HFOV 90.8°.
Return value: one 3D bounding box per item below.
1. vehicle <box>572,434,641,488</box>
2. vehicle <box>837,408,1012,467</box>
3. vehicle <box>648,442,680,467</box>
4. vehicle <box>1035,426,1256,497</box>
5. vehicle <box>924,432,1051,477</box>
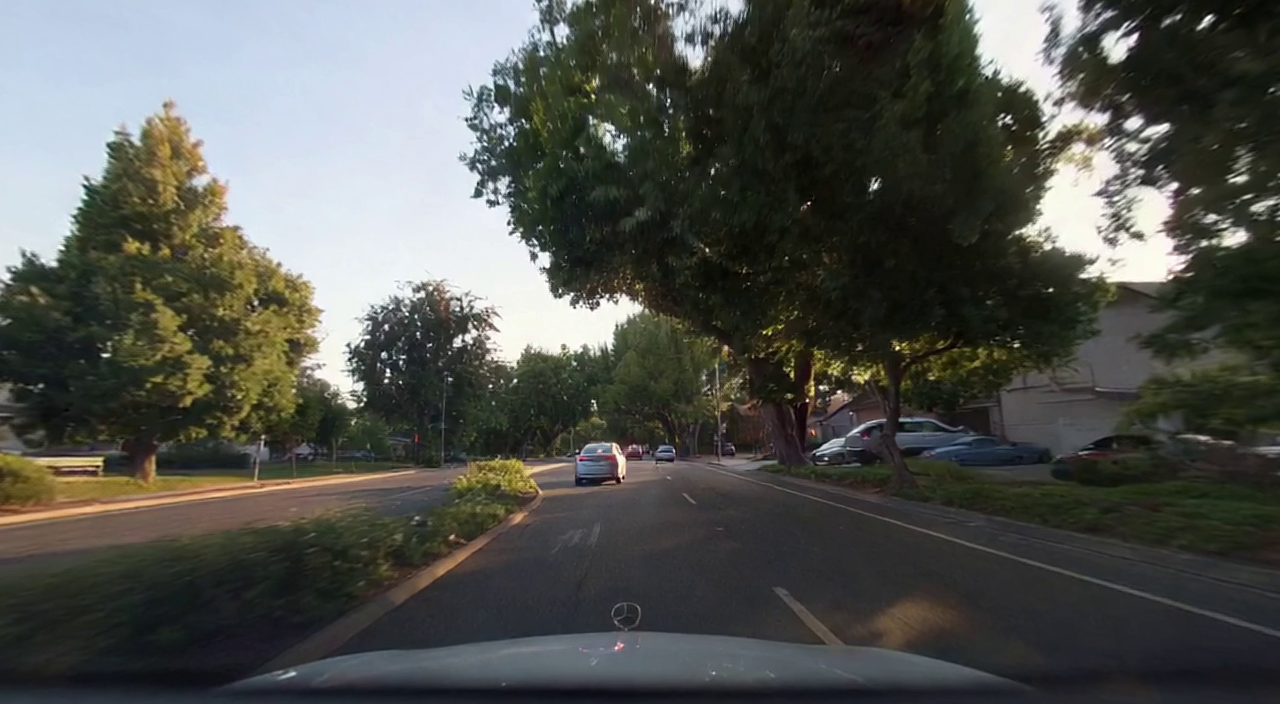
[{"bbox_3d":[-1.279,3.890,22.882,2.205,1.706,4.904,1,-8,-5],"label":"vehicle"},{"bbox_3d":[11.806,3.653,26.693,2.483,2.209,6.171,8,-11,-42],"label":"vehicle"},{"bbox_3d":[1.567,6.864,42.427,2.003,1.614,4.072,0,-8,1],"label":"vehicle"},{"bbox_3d":[12.013,2.592,15.223,3.848,1.459,1.951,-7,-11,41],"label":"vehicle"},{"bbox_3d":[12.164,3.590,22.246,1.740,1.431,3.431,8,-11,-42],"label":"vehicle"}]
